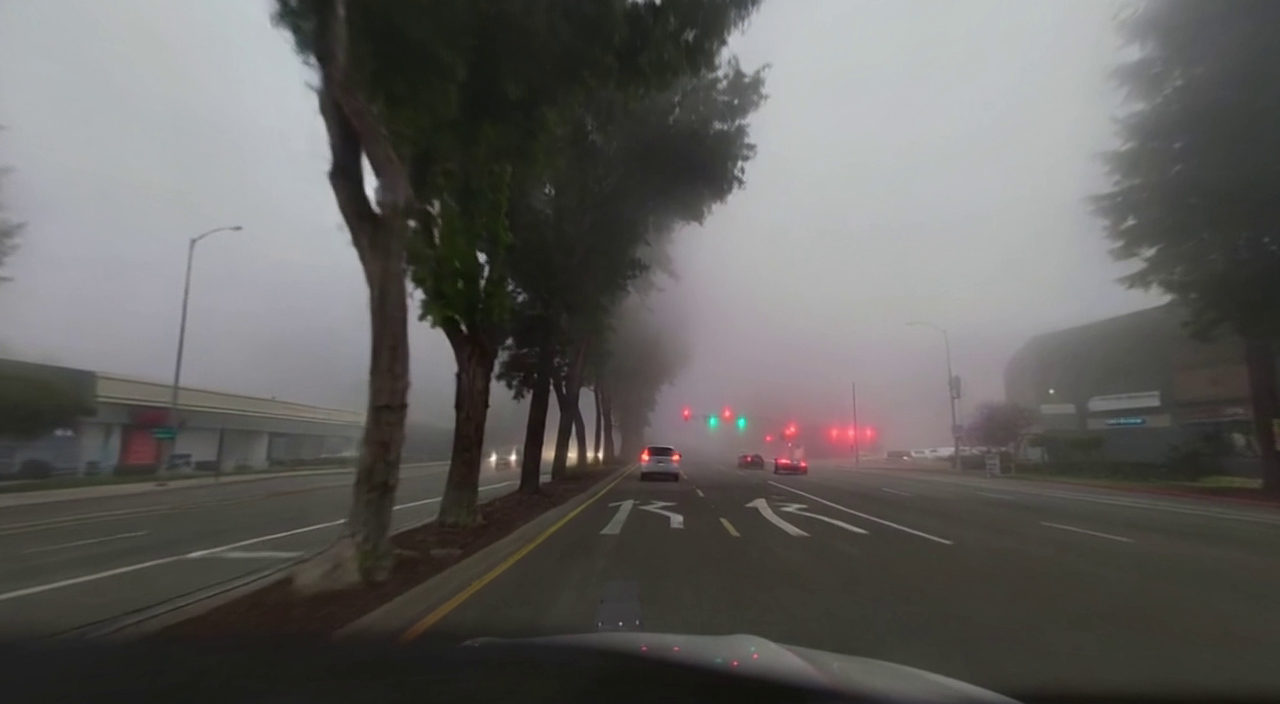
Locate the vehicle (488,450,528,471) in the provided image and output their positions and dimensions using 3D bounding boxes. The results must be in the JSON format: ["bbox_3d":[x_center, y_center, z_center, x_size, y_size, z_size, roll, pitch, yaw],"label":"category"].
[{"bbox_3d":[-9.842,8.083,47.330,1.907,1.485,4.293,0,-9,2],"label":"vehicle"}]

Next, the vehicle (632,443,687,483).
[{"bbox_3d":[0.777,4.462,25.676,2.064,1.477,3.968,0,-9,1],"label":"vehicle"}]
